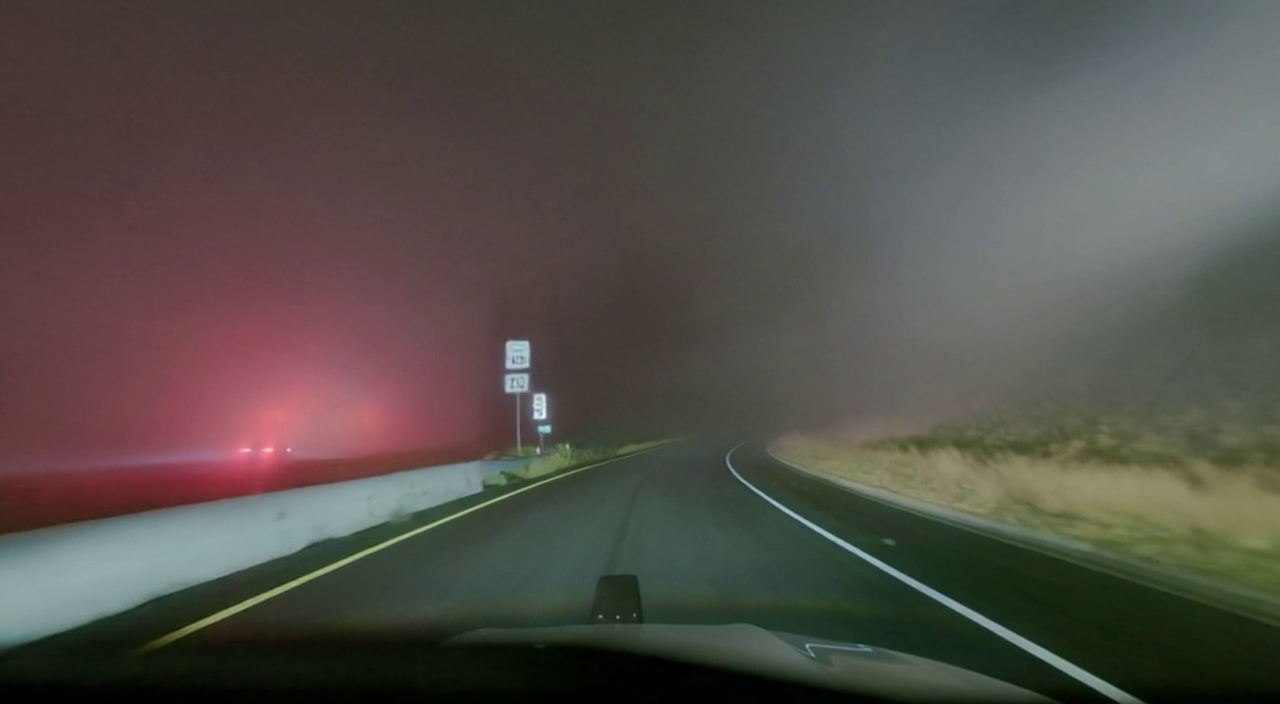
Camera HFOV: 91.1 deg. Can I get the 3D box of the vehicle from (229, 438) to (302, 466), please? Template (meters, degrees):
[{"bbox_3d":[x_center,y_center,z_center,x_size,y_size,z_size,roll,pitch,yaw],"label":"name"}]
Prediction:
[{"bbox_3d":[-20.990,5.590,35.431,1.895,1.451,4.168,1,-8,-7],"label":"vehicle"}]
